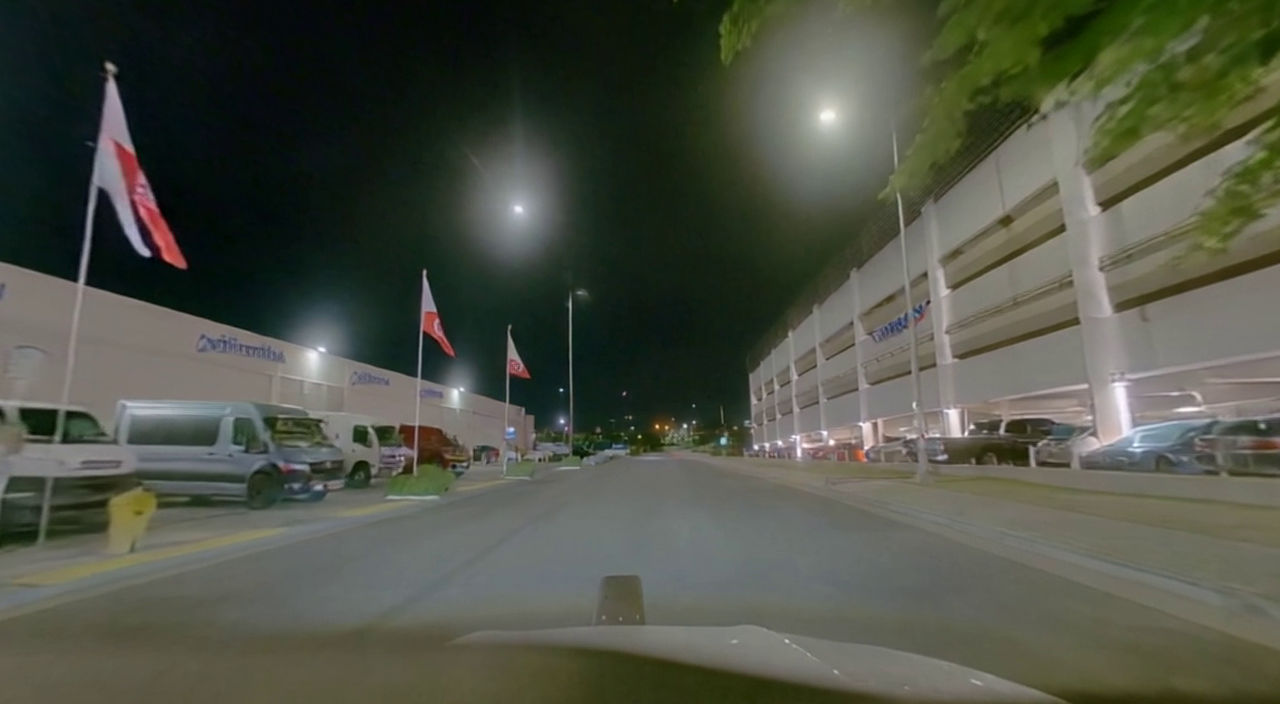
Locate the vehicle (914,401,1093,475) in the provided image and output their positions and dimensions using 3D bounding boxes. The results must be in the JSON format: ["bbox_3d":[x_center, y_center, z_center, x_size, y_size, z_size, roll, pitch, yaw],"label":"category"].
[{"bbox_3d":[12.283,2.901,21.249,6.017,2.202,2.328,4,-10,-29],"label":"vehicle"}]

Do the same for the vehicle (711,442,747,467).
[{"bbox_3d":[6.299,7.283,45.139,2.026,1.659,4.314,0,-8,2],"label":"vehicle"}]

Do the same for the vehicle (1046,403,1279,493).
[{"bbox_3d":[12.178,2.175,14.478,5.427,1.722,2.235,4,-9,-27],"label":"vehicle"}]

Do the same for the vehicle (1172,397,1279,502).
[{"bbox_3d":[12.342,1.742,11.477,4.766,1.676,2.167,4,-9,-26],"label":"vehicle"}]
